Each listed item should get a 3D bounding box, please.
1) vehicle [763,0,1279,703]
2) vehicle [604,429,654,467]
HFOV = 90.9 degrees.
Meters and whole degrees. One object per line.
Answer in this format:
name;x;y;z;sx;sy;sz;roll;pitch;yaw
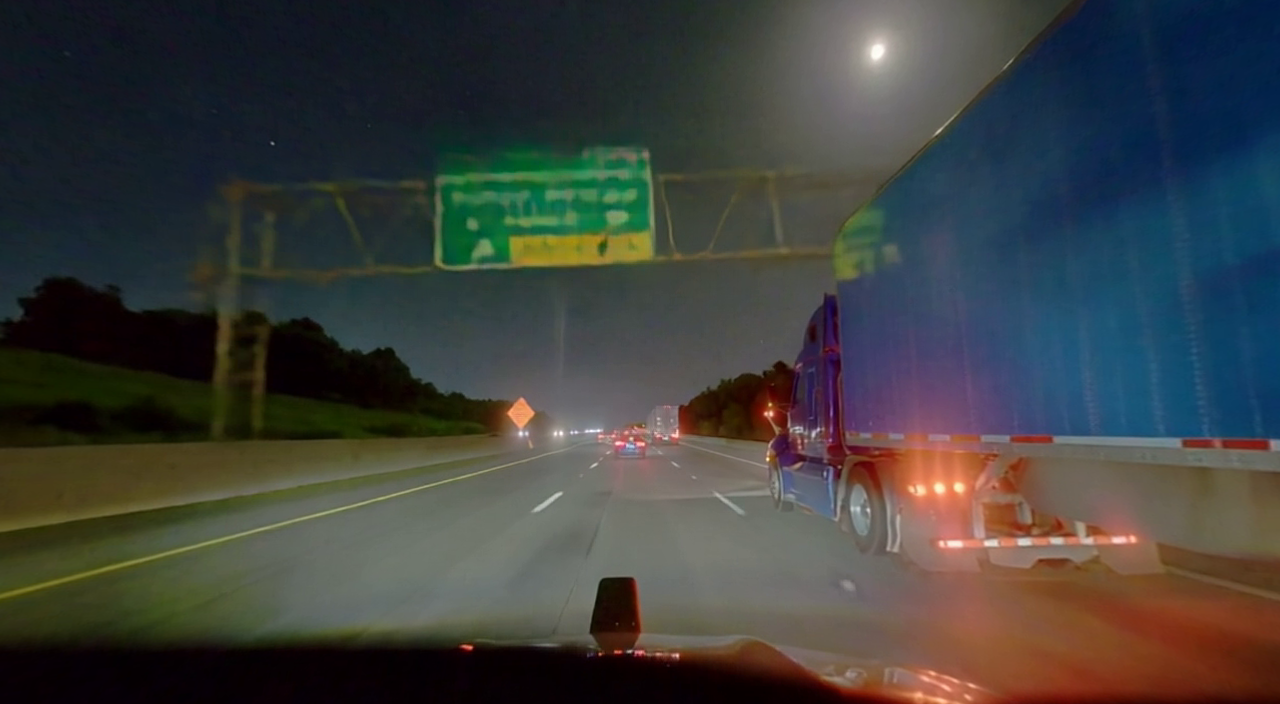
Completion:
vehicle;3.494;0.094;4.152;2.919;3.634;10.888;0;-8;-1
vehicle;-0.464;3.989;26.416;1.929;1.469;3.677;0;-8;-1
